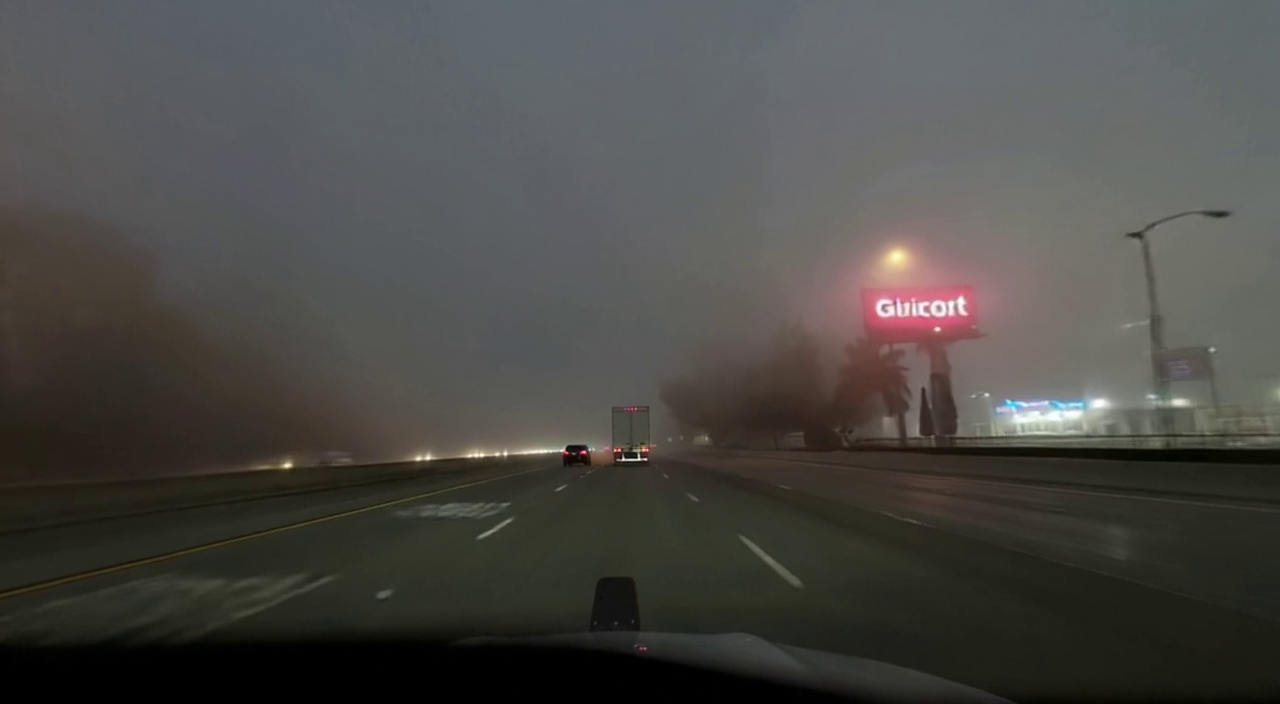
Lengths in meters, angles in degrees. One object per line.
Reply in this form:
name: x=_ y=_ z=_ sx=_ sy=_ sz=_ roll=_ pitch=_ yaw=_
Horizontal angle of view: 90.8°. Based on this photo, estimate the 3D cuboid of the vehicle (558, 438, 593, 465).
vehicle: x=-4.797 y=7.491 z=47.550 sx=2.095 sy=1.930 sz=4.680 roll=0 pitch=-8 yaw=0

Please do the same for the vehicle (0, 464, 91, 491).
vehicle: x=-41.180 y=8.619 z=43.585 sx=1.961 sy=1.565 sz=5.038 roll=0 pitch=-8 yaw=1

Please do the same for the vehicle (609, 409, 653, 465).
vehicle: x=-0.590 y=6.693 z=49.104 sx=3.000 sy=3.786 sz=11.740 roll=0 pitch=-8 yaw=0
